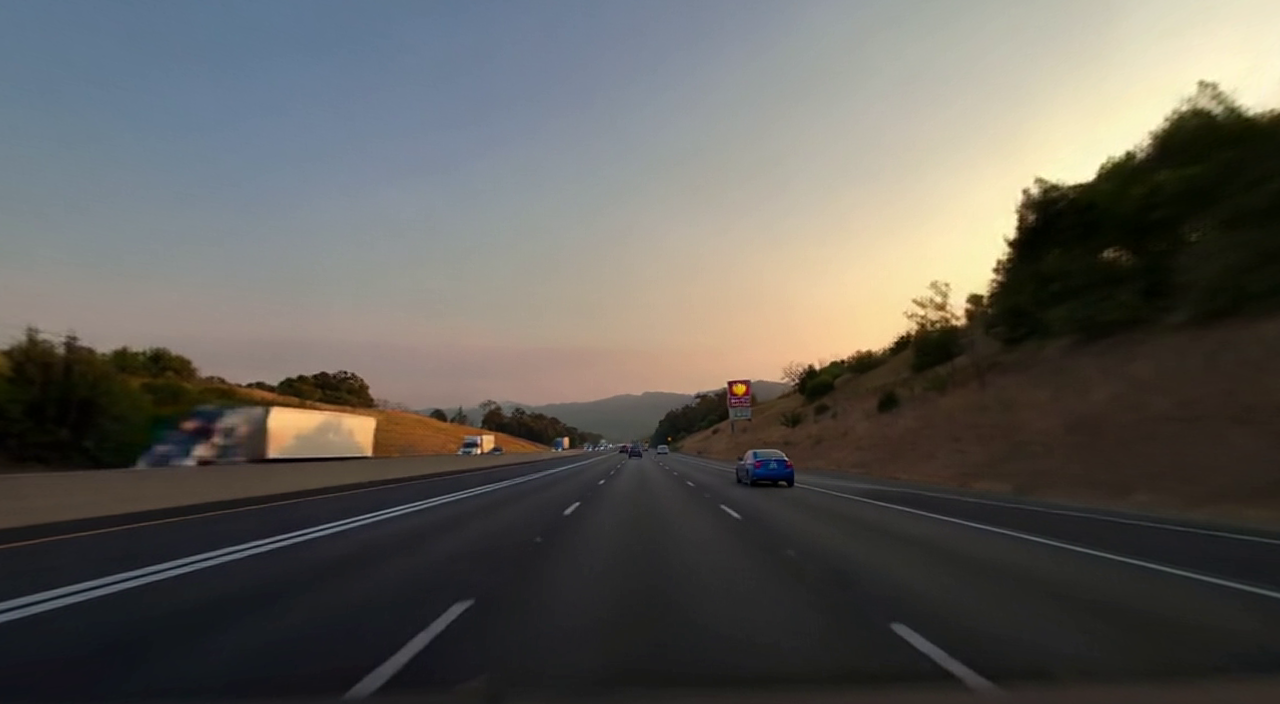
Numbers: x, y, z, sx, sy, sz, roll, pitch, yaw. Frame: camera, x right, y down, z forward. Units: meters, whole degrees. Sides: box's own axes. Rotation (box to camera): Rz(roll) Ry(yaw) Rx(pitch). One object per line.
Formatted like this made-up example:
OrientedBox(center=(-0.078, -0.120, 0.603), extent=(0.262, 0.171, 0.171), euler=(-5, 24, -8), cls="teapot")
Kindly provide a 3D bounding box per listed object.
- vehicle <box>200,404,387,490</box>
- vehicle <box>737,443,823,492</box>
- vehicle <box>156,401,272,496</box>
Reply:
OrientedBox(center=(-19.256, 5.597, 37.018), extent=(2.888, 4.058, 14.195), euler=(0, -9, 0), cls="vehicle")
OrientedBox(center=(4.617, 3.861, 21.422), extent=(1.967, 1.472, 3.751), euler=(0, -9, -2), cls="vehicle")
OrientedBox(center=(-19.209, 4.365, 28.667), extent=(2.999, 4.006, 2.848), euler=(0, -9, 0), cls="vehicle")
